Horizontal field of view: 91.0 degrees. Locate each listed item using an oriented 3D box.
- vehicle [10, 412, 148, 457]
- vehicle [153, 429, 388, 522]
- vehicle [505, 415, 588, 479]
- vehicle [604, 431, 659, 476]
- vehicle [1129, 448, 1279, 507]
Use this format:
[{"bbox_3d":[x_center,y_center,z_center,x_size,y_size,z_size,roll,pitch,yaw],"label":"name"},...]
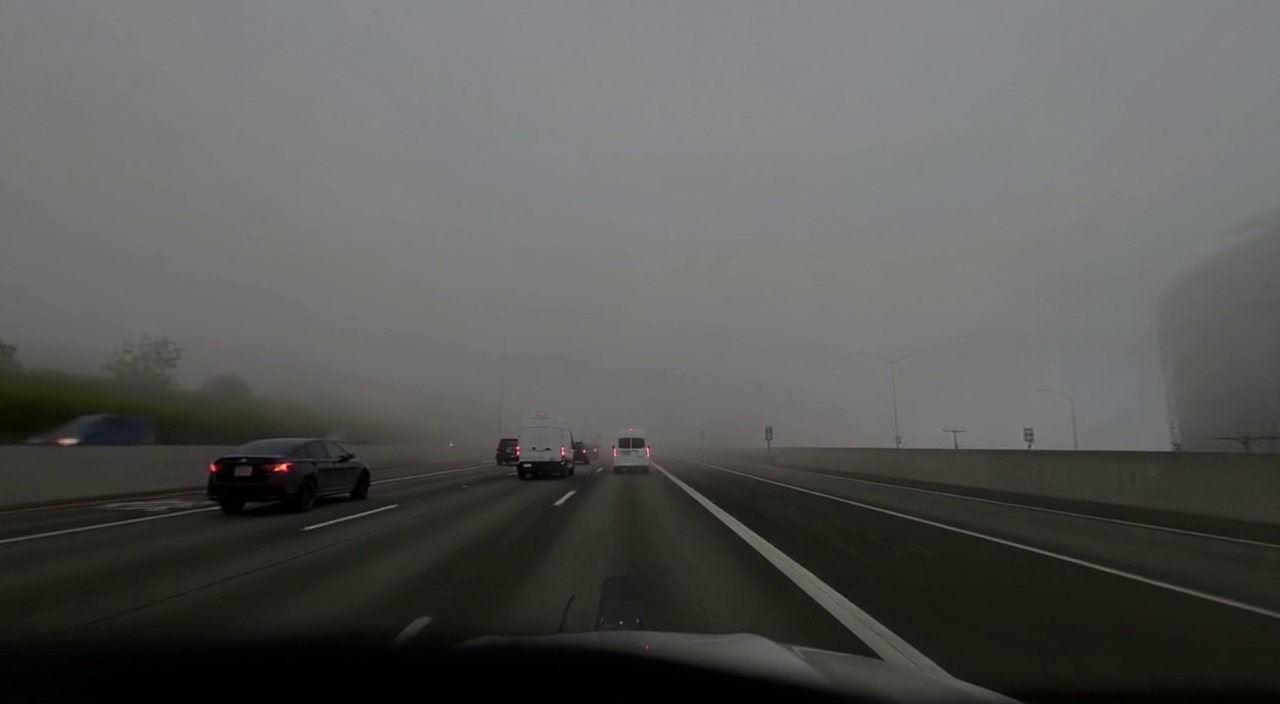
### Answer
[{"bbox_3d":[-22.903,3.445,25.977,1.887,1.675,4.333,1,-9,-4],"label":"vehicle"},{"bbox_3d":[-6.972,2.375,12.643,1.959,1.493,4.575,0,-9,0],"label":"vehicle"},{"bbox_3d":[-3.654,3.908,25.925,2.504,2.276,5.933,0,-9,0],"label":"vehicle"},{"bbox_3d":[-0.338,4.388,27.365,2.207,1.807,4.199,0,-9,0],"label":"vehicle"},{"bbox_3d":[21.233,4.507,23.238,2.083,1.873,5.209,0,-9,-1],"label":"vehicle"}]
